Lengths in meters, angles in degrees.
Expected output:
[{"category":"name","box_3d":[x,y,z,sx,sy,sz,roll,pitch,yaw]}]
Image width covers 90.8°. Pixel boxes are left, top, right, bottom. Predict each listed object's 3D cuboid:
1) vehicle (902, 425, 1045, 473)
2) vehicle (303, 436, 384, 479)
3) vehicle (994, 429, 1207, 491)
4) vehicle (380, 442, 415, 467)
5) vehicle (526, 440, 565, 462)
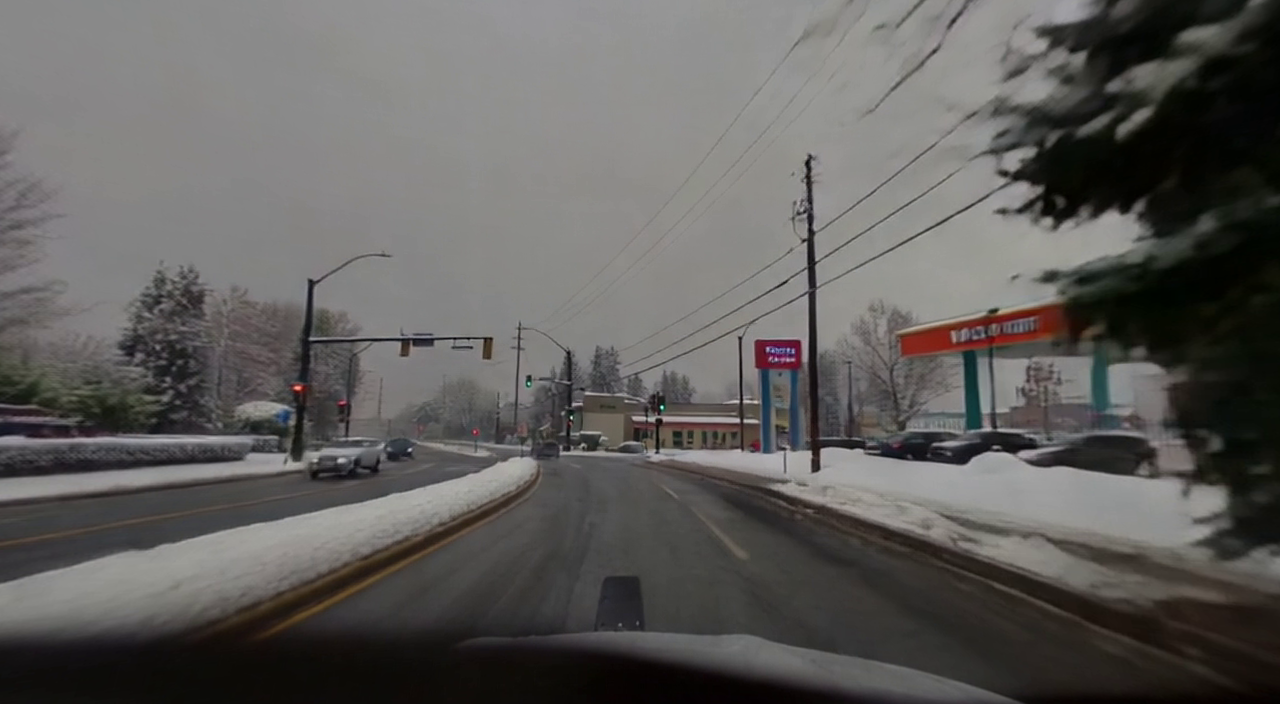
[{"category":"vehicle","box_3d":[13.306,3.896,25.453,4.444,1.815,2.239,0,-8,1]},{"category":"vehicle","box_3d":[-12.173,4.308,26.234,1.918,1.628,4.011,1,-8,-8]},{"category":"vehicle","box_3d":[14.178,3.310,19.720,4.996,1.720,2.027,0,-5,2]},{"category":"vehicle","box_3d":[-16.643,7.015,43.492,1.863,1.439,4.351,1,-7,-17]},{"category":"vehicle","box_3d":[-6.934,7.169,46.163,2.094,1.500,3.682,3,-8,-19]}]
